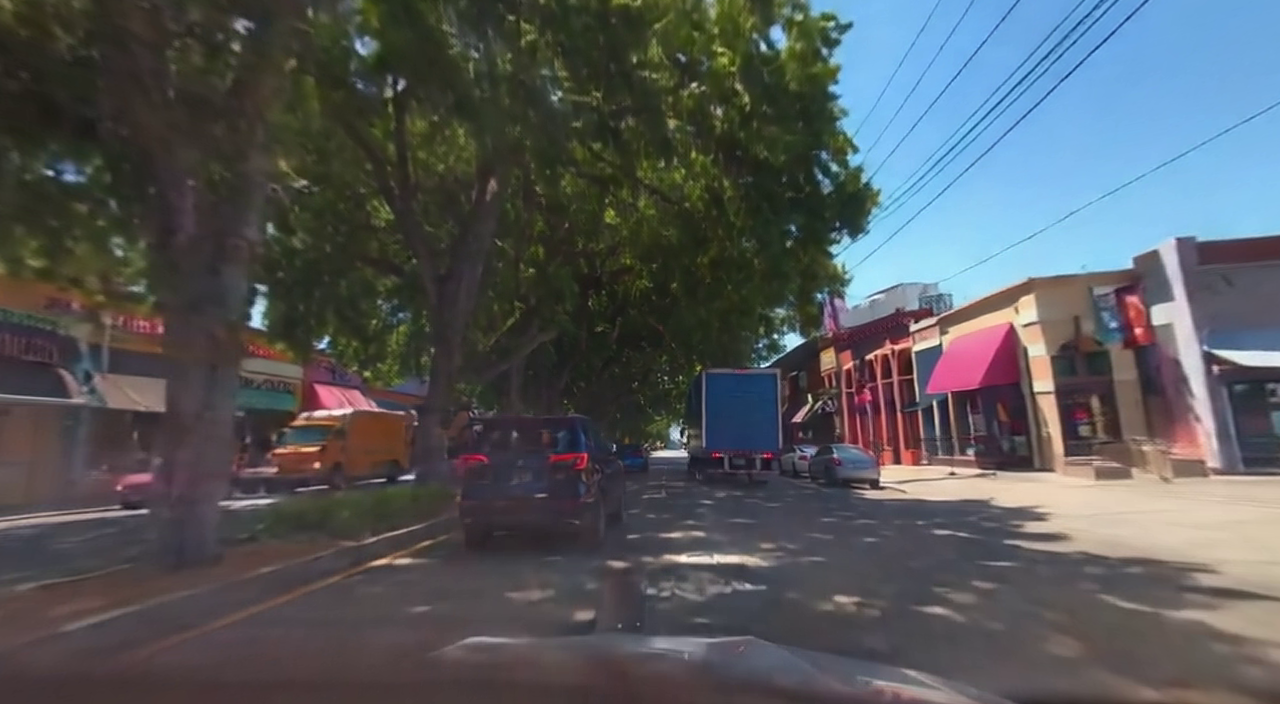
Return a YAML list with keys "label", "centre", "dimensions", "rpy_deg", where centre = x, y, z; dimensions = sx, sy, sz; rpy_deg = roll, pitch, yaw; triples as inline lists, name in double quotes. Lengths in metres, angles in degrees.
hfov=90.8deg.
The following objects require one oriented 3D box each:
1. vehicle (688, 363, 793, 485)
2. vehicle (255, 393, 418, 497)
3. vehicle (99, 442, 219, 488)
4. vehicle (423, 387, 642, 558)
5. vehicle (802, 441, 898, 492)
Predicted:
- label: "vehicle"
  centre: [3.957, 3.402, 28.341]
  dimensions: [3.007, 4.206, 12.913]
  rpy_deg: [-1, -8, 2]
- label: "vehicle"
  centre: [-12.294, 3.899, 26.569]
  dimensions: [3.027, 3.656, 7.024]
  rpy_deg: [-3, -9, 4]
- label: "vehicle"
  centre: [-27.639, 6.465, 36.675]
  dimensions: [2.153, 2.378, 5.796]
  rpy_deg: [0, -8, 3]
- label: "vehicle"
  centre: [-1.307, 1.815, 10.124]
  dimensions: [2.293, 2.036, 4.853]
  rpy_deg: [-1, -9, 4]
- label: "vehicle"
  centre: [6.847, 3.751, 21.065]
  dimensions: [1.929, 1.522, 4.158]
  rpy_deg: [-1, -9, 3]
